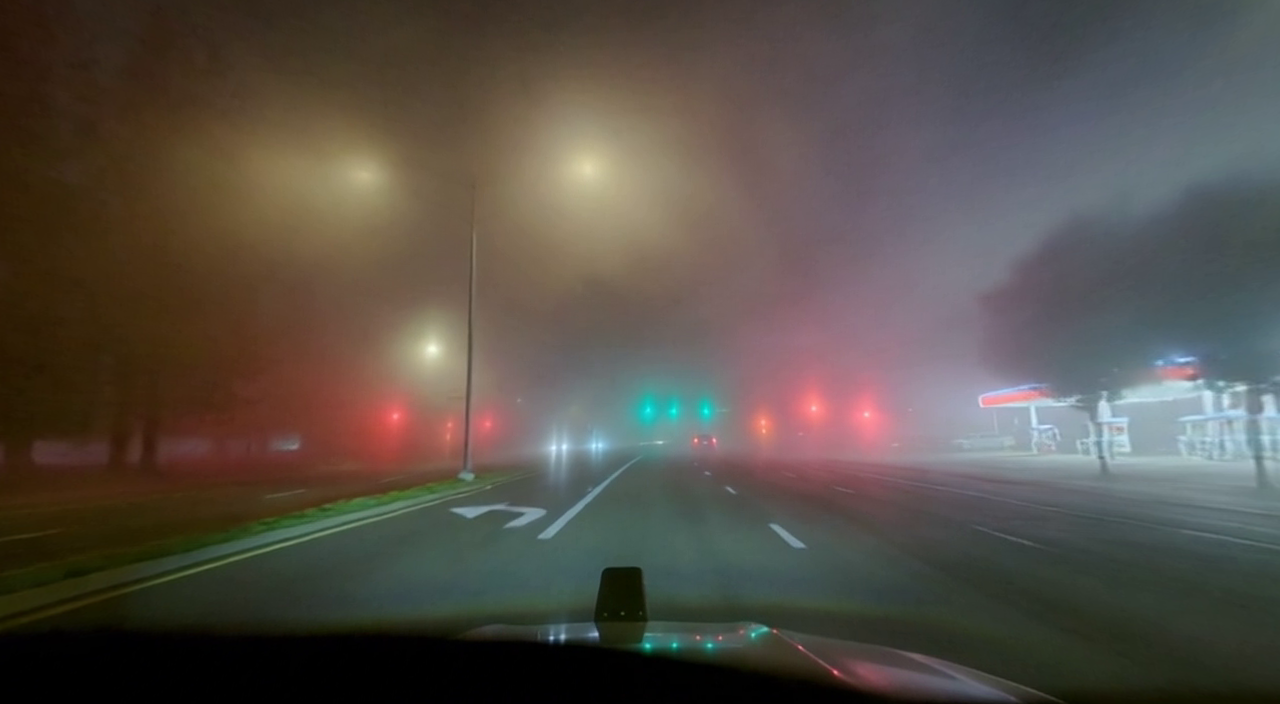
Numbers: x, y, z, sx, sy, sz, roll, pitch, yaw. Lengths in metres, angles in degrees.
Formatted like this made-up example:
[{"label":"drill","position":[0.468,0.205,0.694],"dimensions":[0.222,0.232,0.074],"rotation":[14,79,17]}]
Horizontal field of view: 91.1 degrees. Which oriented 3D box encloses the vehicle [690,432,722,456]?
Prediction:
[{"label":"vehicle","position":[5.101,7.212,49.233],"dimensions":[2.090,1.717,4.063],"rotation":[0,-8,0]}]
